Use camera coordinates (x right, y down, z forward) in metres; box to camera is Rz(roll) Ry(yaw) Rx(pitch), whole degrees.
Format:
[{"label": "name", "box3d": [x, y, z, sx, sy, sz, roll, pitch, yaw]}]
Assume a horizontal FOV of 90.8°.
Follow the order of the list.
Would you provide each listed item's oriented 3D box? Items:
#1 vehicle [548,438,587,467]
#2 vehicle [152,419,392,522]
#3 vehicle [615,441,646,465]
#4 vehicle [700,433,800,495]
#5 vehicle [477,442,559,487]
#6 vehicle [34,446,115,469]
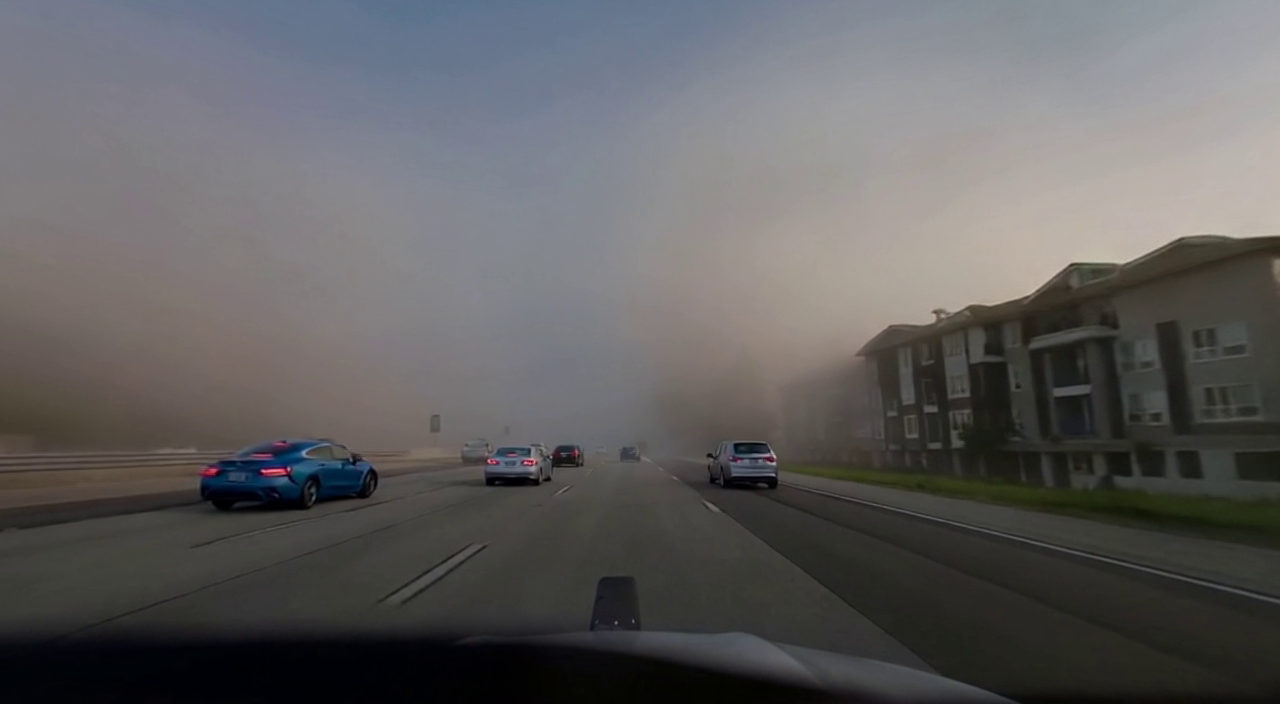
[{"label": "vehicle", "box3d": [-4.721, 6.631, 41.742, 2.044, 1.774, 4.329, 0, -8, -1]}, {"label": "vehicle", "box3d": [-7.387, 2.432, 13.533, 2.086, 1.776, 5.080, 0, -8, 0]}, {"label": "vehicle", "box3d": [-0.684, 7.165, 44.992, 2.053, 1.650, 3.945, 0, -8, -1]}, {"label": "vehicle", "box3d": [3.150, 3.326, 19.157, 2.061, 1.658, 4.417, 0, -8, -2]}, {"label": "vehicle", "box3d": [-4.276, 4.002, 22.883, 2.124, 1.426, 4.444, 0, -8, -1]}, {"label": "vehicle", "box3d": [-38.408, 7.179, 43.045, 1.785, 1.453, 4.107, 0, -8, -1]}]
